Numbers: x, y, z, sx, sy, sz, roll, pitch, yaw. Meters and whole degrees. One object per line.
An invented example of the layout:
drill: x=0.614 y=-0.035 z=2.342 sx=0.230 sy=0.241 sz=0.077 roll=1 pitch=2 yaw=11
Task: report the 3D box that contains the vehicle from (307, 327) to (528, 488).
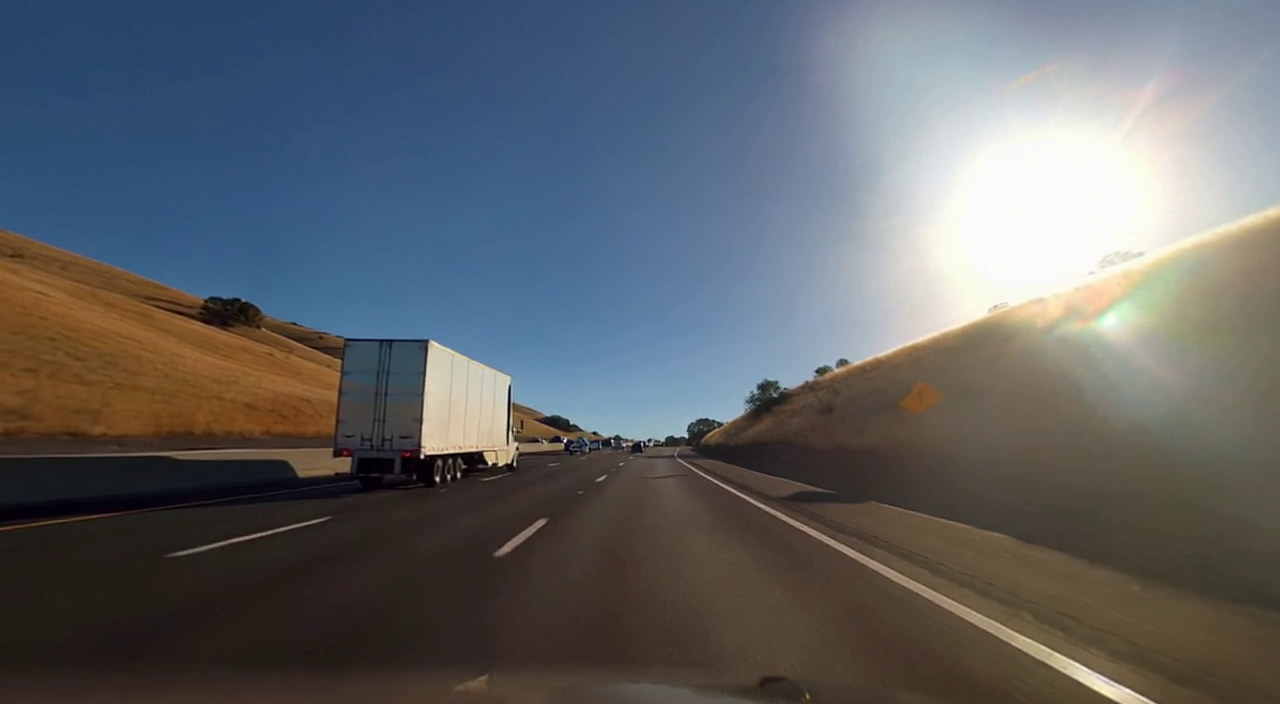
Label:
vehicle: x=-6.323 y=2.092 z=20.649 sx=2.981 sy=3.860 sz=11.022 roll=0 pitch=-8 yaw=1
